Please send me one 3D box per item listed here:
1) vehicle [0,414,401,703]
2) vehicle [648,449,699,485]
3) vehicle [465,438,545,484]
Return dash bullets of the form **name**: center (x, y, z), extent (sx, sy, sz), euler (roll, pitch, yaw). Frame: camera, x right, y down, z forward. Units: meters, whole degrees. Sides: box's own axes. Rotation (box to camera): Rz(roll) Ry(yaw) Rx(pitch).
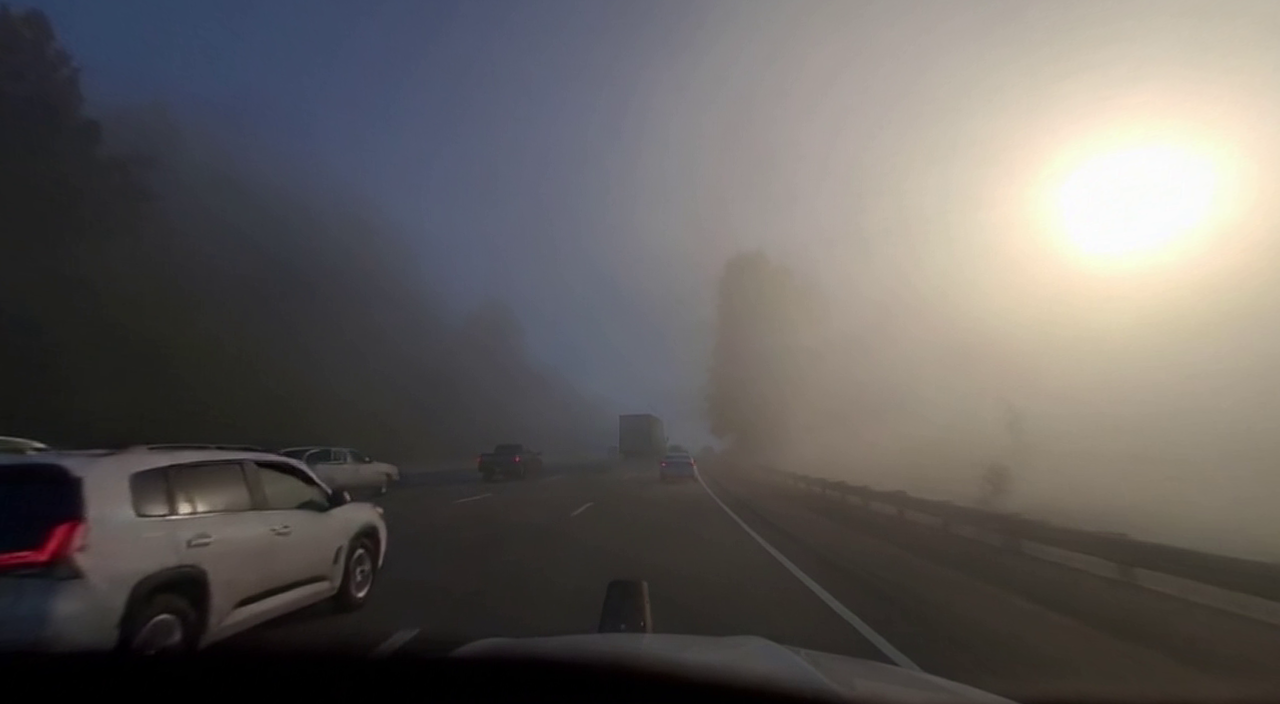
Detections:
- **vehicle**: center (-3.399, 1.223, 3.870), extent (1.916, 1.486, 4.631), euler (0, -9, 2)
- **vehicle**: center (1.392, 4.737, 26.219), extent (1.984, 1.365, 3.767), euler (-1, -9, 3)
- **vehicle**: center (-5.858, 4.840, 28.153), extent (2.142, 1.833, 4.854), euler (-1, -9, 5)
